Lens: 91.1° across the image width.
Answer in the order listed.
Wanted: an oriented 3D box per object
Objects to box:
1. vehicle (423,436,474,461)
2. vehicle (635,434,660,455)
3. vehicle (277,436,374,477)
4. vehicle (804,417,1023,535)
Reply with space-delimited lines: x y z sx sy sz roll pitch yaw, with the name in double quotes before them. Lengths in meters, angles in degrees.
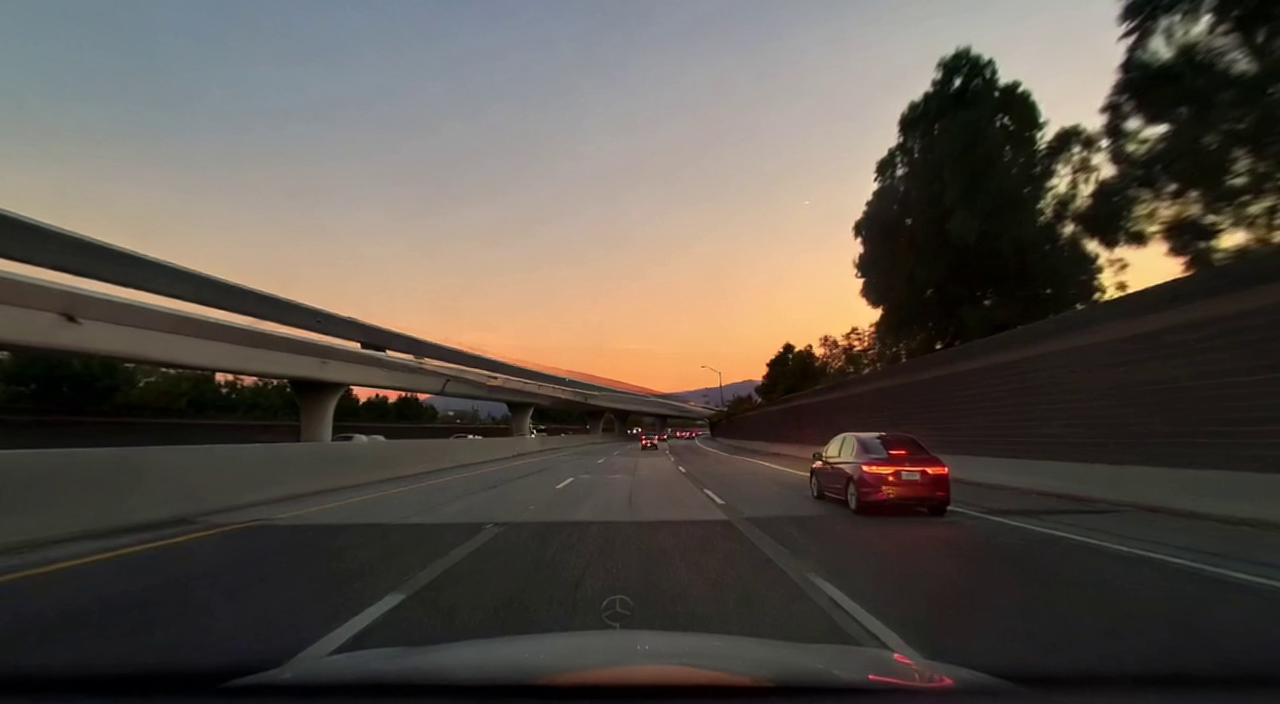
"vehicle" -12.058 6.064 39.825 1.842 1.454 4.299 -1 -7 0
"vehicle" 0.531 6.909 47.095 1.771 1.480 3.781 0 -8 0
"vehicle" -12.268 4.067 24.805 1.821 1.464 3.805 0 -8 0
"vehicle" 4.096 1.886 10.171 1.834 1.548 3.651 0 -8 -1
